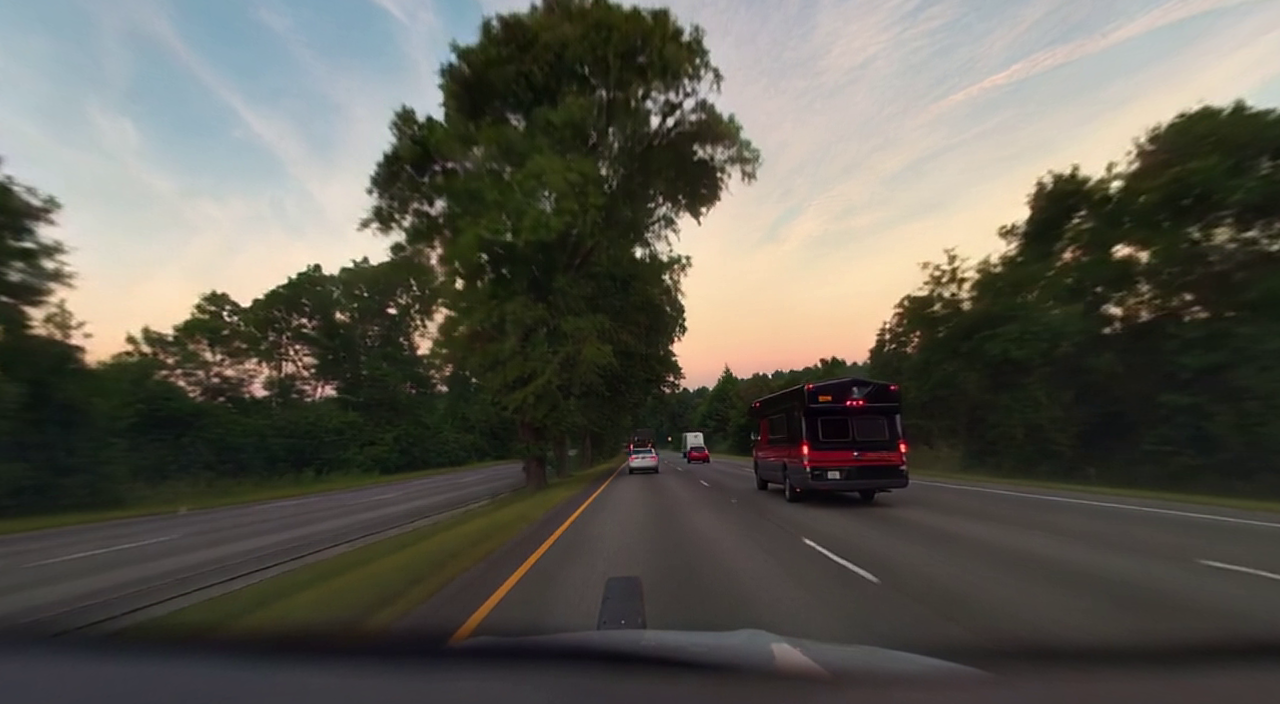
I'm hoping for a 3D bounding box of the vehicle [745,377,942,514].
[{"bbox_3d":[4.806,2.487,16.662,2.745,2.832,7.035,0,-9,-1],"label":"vehicle"}]

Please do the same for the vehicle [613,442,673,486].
[{"bbox_3d":[0.069,4.314,24.534,2.120,1.575,4.018,0,-9,-1],"label":"vehicle"}]

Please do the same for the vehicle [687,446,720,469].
[{"bbox_3d":[4.193,7.061,42.118,1.757,1.459,3.398,0,-9,-1],"label":"vehicle"}]
